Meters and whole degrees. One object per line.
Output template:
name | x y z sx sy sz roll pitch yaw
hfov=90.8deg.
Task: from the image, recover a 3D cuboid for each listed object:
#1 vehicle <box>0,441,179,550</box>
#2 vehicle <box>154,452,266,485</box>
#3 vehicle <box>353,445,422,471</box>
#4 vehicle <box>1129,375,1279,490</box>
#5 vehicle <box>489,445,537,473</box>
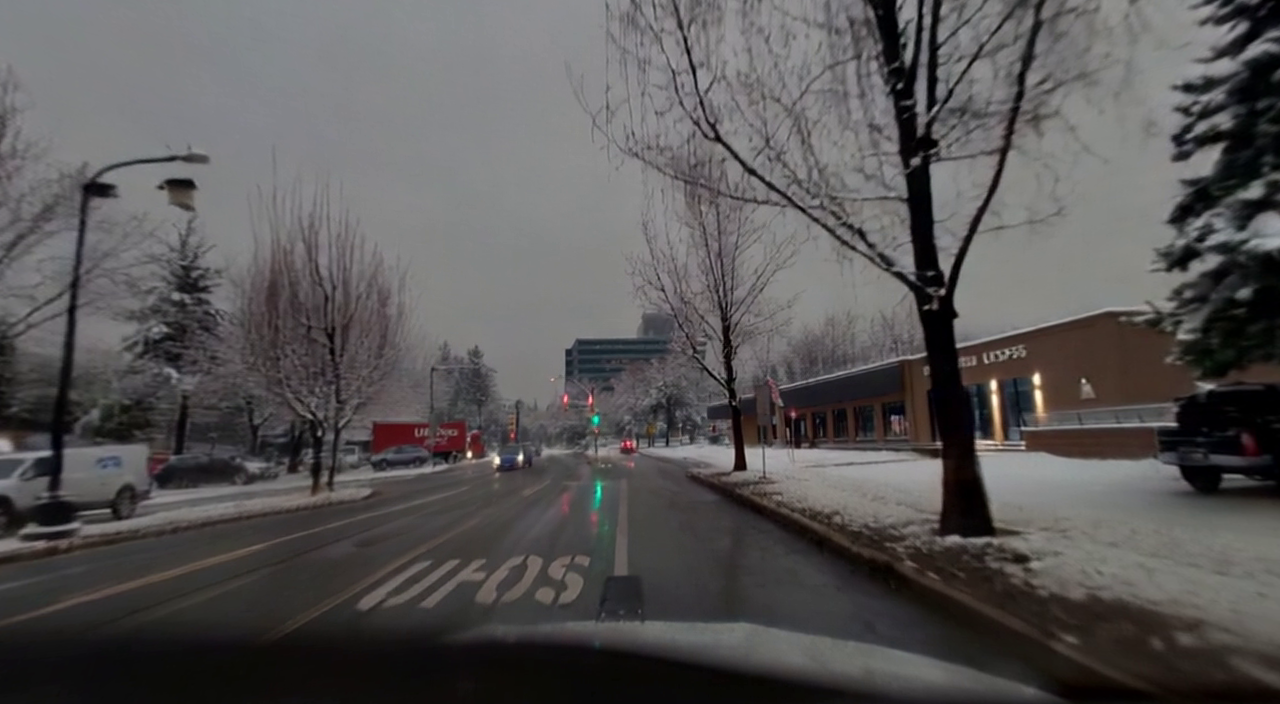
vehicle | -12.809 2.987 13.819 2.000 2.008 4.287 -1 -8 3
vehicle | -21.845 5.911 32.335 1.928 1.490 4.462 -4 -9 16
vehicle | -18.009 7.545 45.260 2.101 1.721 4.587 -3 -9 18
vehicle | 12.620 1.636 12.683 2.112 2.050 4.327 0 -8 2
vehicle | -7.360 6.214 36.991 1.899 1.517 4.384 0 -8 -1
